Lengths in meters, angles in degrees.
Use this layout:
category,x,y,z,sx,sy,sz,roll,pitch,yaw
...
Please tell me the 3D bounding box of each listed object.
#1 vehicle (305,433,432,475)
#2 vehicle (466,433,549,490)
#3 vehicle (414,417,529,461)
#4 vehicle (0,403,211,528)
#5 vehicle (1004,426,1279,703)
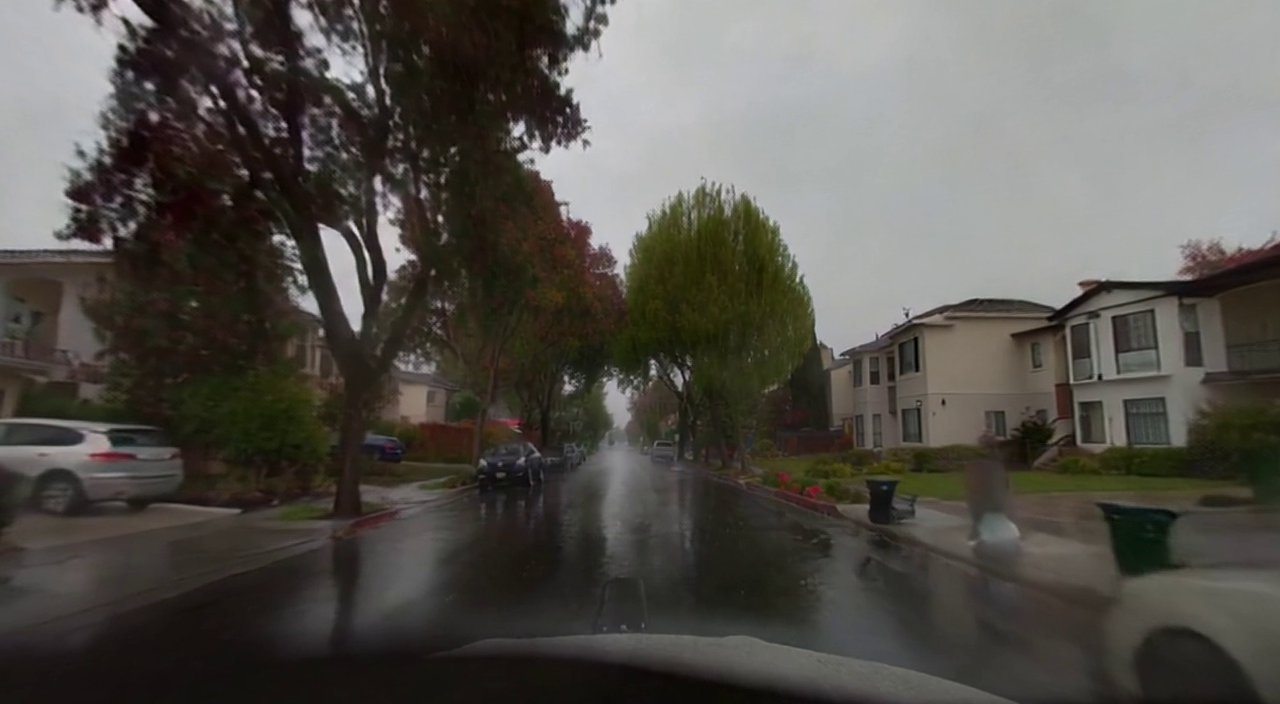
category,x,y,z,sx,sy,sz,roll,pitch,yaw
vehicle,-11.296,4.268,26.516,4.414,1.658,1.988,0,-8,-2
vehicle,-4.289,3.654,21.159,1.974,1.664,4.539,0,-9,-3
vehicle,-11.040,5.782,41.949,6.780,2.770,2.970,0,-8,0
vehicle,-9.782,1.744,9.985,4.480,1.740,1.988,0,-8,2
vehicle,3.145,0.857,1.387,1.996,1.409,4.446,0,-8,-1
